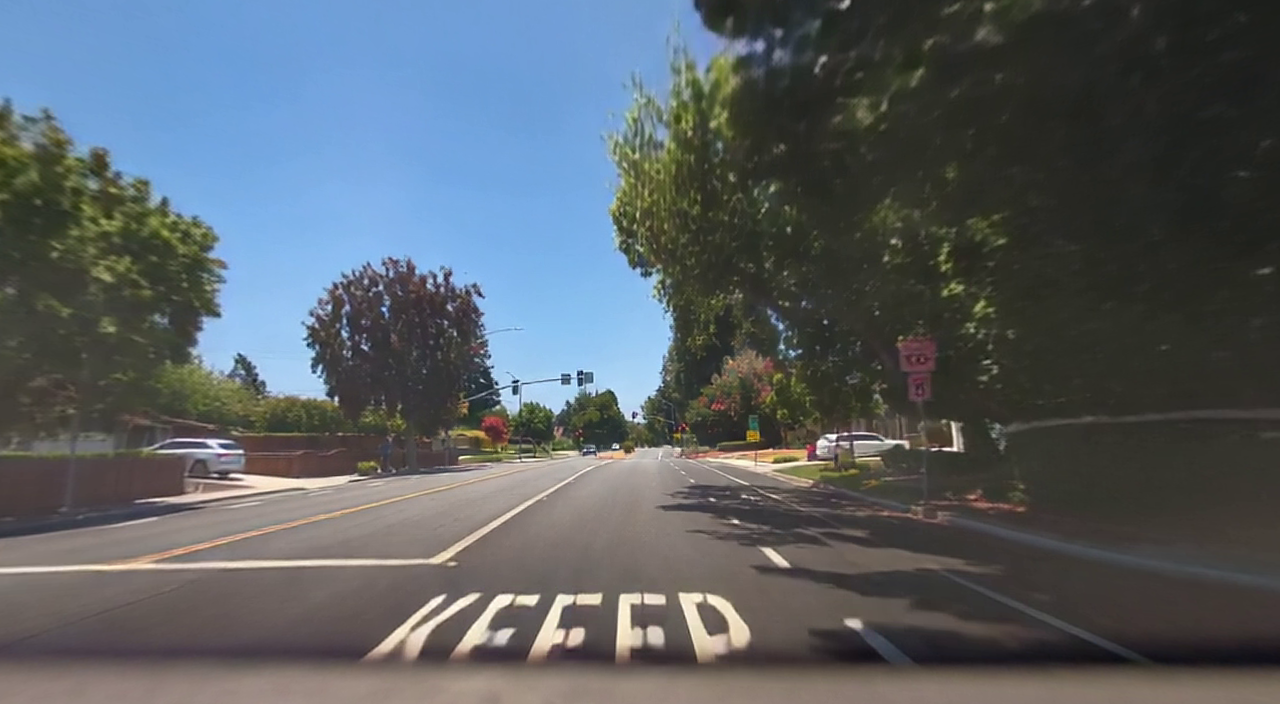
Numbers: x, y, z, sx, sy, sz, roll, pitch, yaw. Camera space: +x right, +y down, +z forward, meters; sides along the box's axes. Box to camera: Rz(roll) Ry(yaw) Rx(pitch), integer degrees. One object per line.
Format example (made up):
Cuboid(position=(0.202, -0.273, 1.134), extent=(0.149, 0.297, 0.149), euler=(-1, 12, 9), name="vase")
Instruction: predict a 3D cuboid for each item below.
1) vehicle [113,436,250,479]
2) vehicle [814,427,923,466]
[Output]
Cuboid(position=(-18.788, 4.325, 26.021), extent=(4.115, 1.699, 1.848), euler=(0, -8, -1), name="vehicle")
Cuboid(position=(10.878, 4.517, 30.318), extent=(4.423, 1.779, 1.883), euler=(0, -8, 0), name="vehicle")
